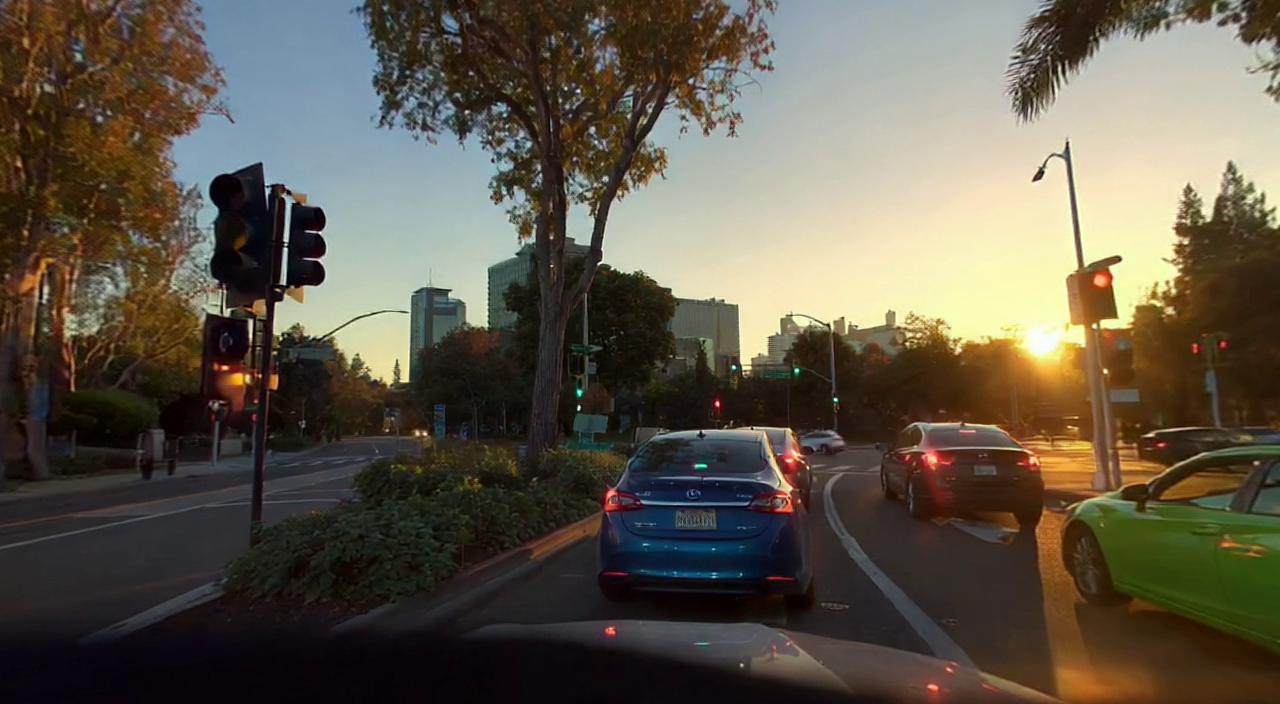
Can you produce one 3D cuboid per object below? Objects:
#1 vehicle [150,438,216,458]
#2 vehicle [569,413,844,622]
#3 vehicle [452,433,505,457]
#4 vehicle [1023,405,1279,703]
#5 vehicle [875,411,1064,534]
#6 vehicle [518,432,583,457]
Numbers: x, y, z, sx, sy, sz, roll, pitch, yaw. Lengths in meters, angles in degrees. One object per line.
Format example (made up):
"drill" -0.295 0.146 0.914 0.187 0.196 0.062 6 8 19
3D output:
"vehicle" -35.370 7.439 48.647 1.652 1.433 3.733 -7 -11 40
"vehicle" 0.858 1.497 6.688 2.052 1.483 3.928 -2 -8 12
"vehicle" -12.452 7.123 48.200 1.972 1.705 4.457 8 -11 -44
"vehicle" 4.245 1.063 3.365 1.954 1.508 4.441 -1 -8 6
"vehicle" 5.545 2.043 11.287 2.102 1.717 4.373 -2 -9 16
"vehicle" -5.948 6.103 41.549 1.932 1.573 4.509 8 -12 -44
